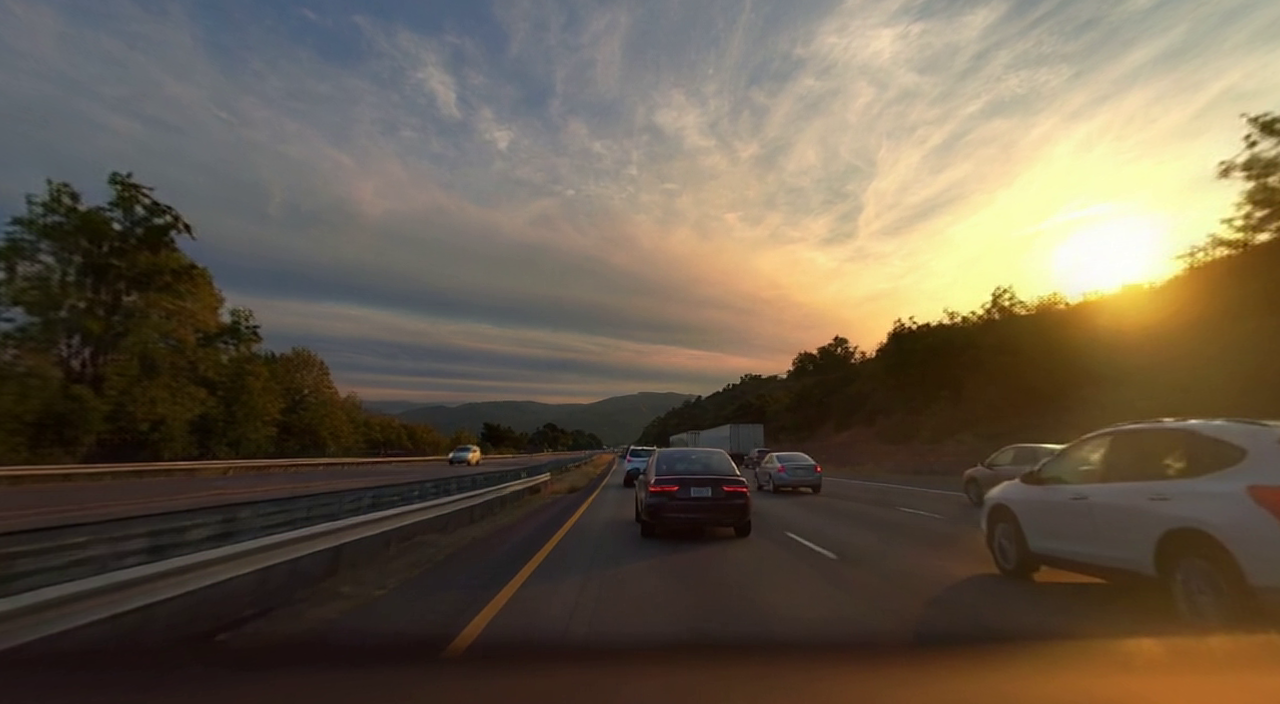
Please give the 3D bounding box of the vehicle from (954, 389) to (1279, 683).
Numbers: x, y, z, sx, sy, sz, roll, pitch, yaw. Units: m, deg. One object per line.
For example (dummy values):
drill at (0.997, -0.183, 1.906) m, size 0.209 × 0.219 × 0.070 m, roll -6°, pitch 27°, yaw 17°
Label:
vehicle at (4.637, 1.241, 4.837) m, size 1.998 × 1.657 × 4.604 m, roll 0°, pitch -9°, yaw -1°

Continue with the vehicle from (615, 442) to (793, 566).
vehicle at (0.716, 2.091, 9.345) m, size 2.094 × 1.426 × 3.725 m, roll 0°, pitch -9°, yaw -1°

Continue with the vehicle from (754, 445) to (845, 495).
vehicle at (5.260, 3.960, 21.411) m, size 1.908 × 1.500 × 4.157 m, roll 0°, pitch -9°, yaw -1°

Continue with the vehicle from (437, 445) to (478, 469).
vehicle at (-12.504, 7.204, 43.295) m, size 1.744 × 1.527 × 3.666 m, roll 0°, pitch -9°, yaw -1°
